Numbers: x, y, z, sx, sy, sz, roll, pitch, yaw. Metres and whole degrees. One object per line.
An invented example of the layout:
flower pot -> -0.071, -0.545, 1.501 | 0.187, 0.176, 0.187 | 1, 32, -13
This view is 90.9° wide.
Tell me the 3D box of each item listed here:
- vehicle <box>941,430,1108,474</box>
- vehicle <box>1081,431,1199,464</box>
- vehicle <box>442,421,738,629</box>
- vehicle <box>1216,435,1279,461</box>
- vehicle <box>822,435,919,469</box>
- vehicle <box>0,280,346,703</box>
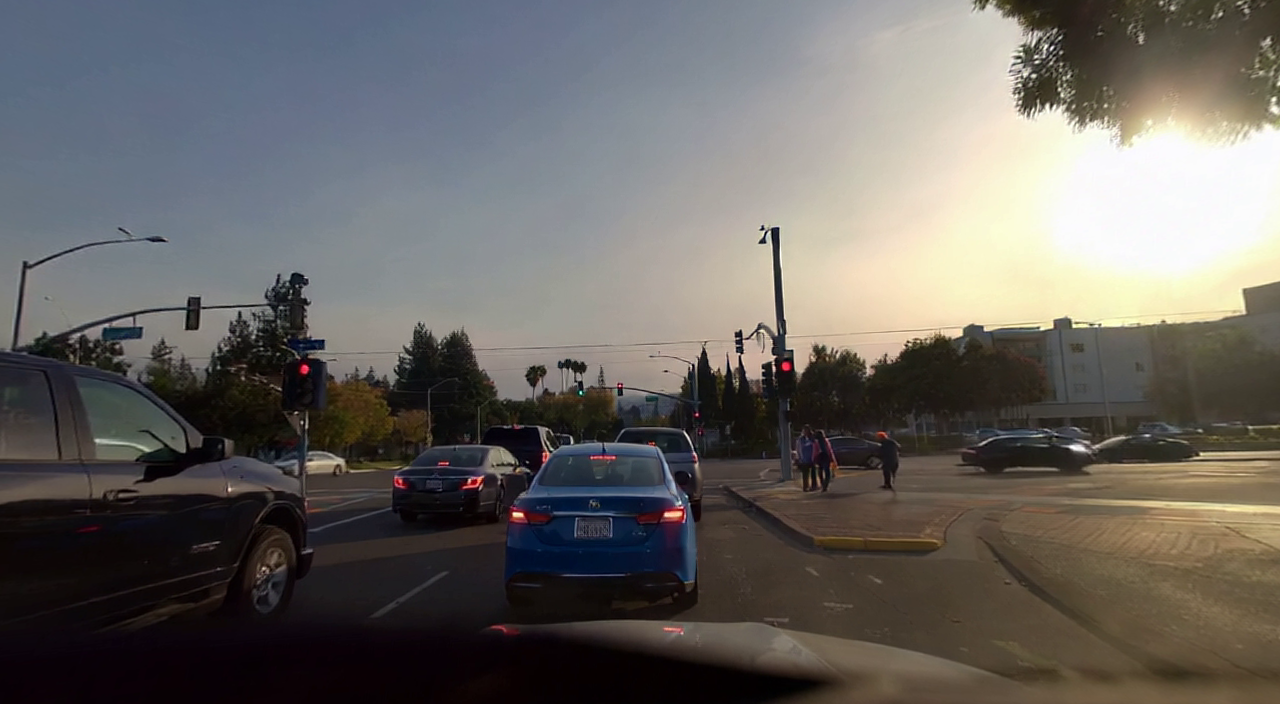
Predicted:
vehicle -> 15.158, 3.993, 25.192 | 5.192, 1.620, 2.072 | -2, -9, 13
vehicle -> 29.051, 5.560, 36.725 | 4.967, 1.794, 2.044 | -1, -9, 2
vehicle -> -0.357, 1.598, 6.873 | 2.144, 1.497, 4.446 | 0, -9, 0
vehicle -> 36.364, 5.509, 36.153 | 4.643, 1.464, 1.840 | -1, -9, 3
vehicle -> 12.229, 5.328, 33.638 | 4.394, 1.724, 1.886 | 0, -9, 1
vehicle -> -3.684, 0.745, 2.842 | 2.202, 1.961, 4.980 | 0, -9, 1
